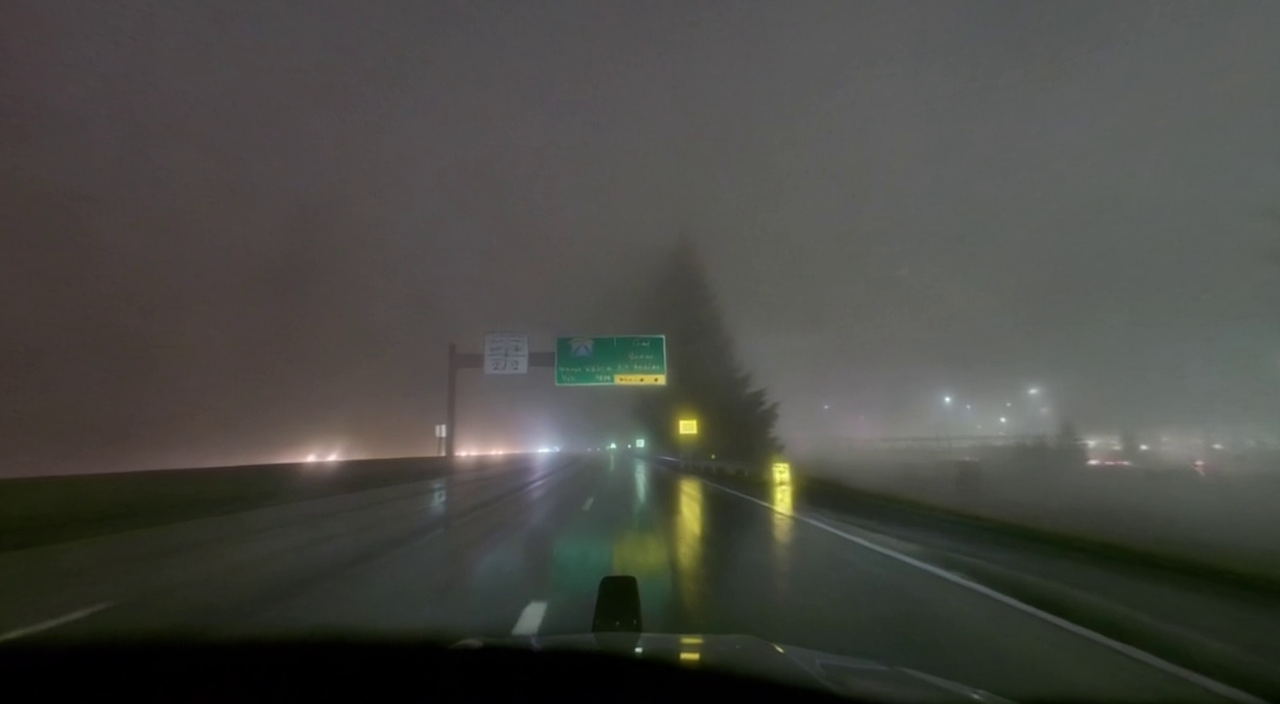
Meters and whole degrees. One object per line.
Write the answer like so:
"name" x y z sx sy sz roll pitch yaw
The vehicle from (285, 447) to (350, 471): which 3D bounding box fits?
"vehicle" -20.900 6.953 40.874 1.890 1.476 4.637 0 -9 -1
